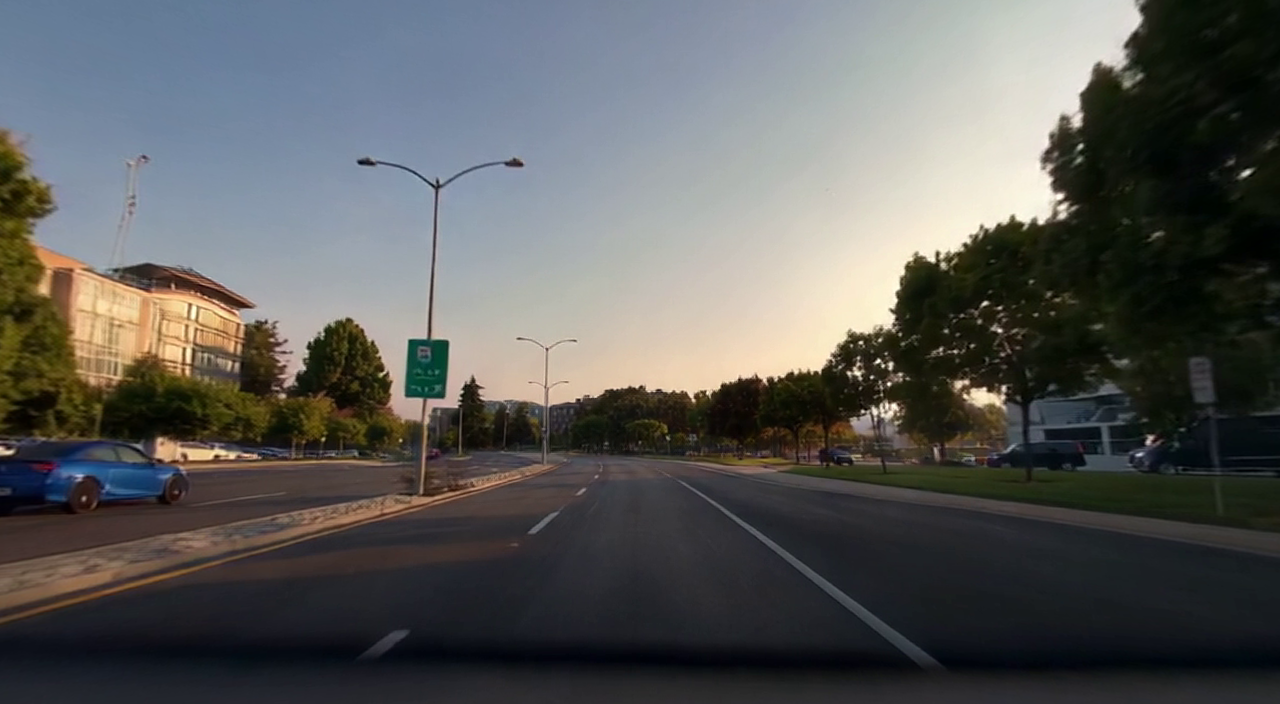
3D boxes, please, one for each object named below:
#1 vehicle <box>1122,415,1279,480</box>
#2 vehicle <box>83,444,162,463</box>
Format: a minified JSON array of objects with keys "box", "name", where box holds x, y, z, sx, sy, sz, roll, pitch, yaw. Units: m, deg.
[{"box":[37.228,5.788,38.267,3.455,3.683,12.209,4,-10,-25],"name":"vehicle"},{"box":[-38.420,7.538,47.007,4.162,1.246,1.739,2,-9,-23],"name":"vehicle"}]
